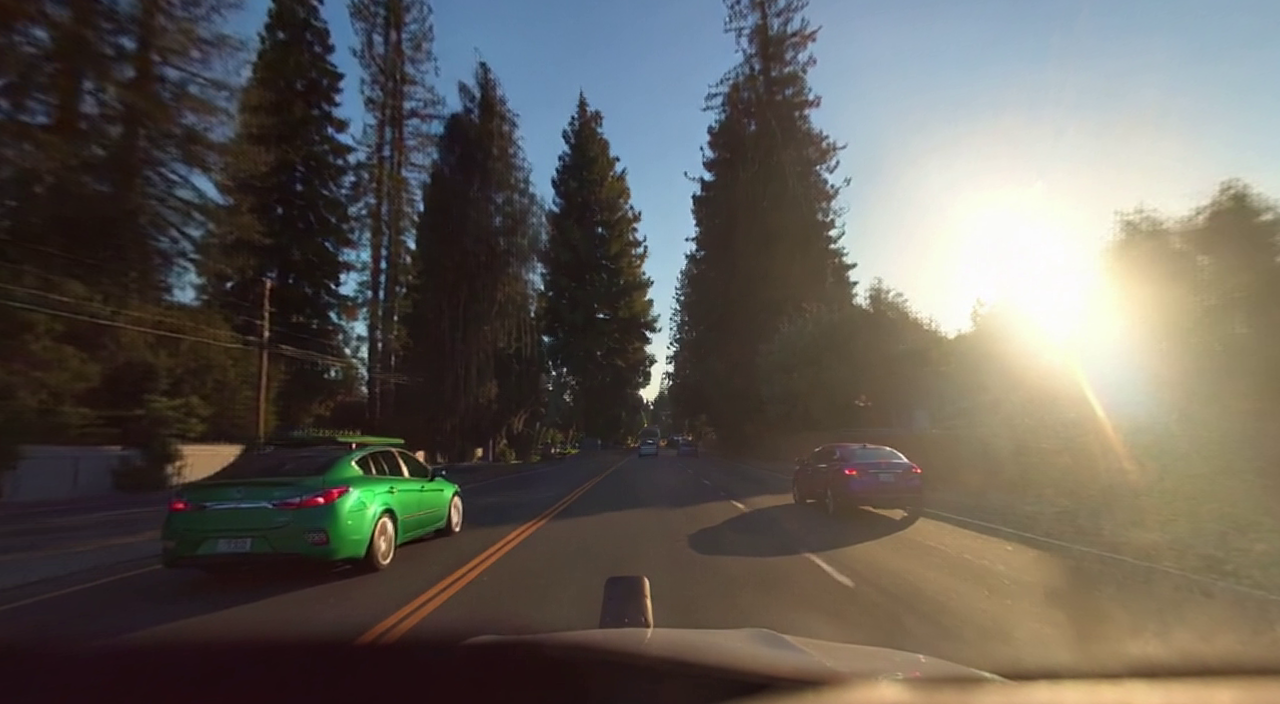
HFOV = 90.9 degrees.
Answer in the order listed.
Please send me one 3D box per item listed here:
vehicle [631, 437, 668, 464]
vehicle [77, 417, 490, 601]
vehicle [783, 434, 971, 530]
[{"bbox_3d":[0.629,6.256,40.464,2.206,1.525,4.695,-1,-7,2],"label":"vehicle"},{"bbox_3d":[-3.643,1.650,7.874,2.162,1.546,4.889,-1,-7,2],"label":"vehicle"},{"bbox_3d":[4.284,2.356,12.296,1.943,1.471,4.515,0,-7,0],"label":"vehicle"}]
